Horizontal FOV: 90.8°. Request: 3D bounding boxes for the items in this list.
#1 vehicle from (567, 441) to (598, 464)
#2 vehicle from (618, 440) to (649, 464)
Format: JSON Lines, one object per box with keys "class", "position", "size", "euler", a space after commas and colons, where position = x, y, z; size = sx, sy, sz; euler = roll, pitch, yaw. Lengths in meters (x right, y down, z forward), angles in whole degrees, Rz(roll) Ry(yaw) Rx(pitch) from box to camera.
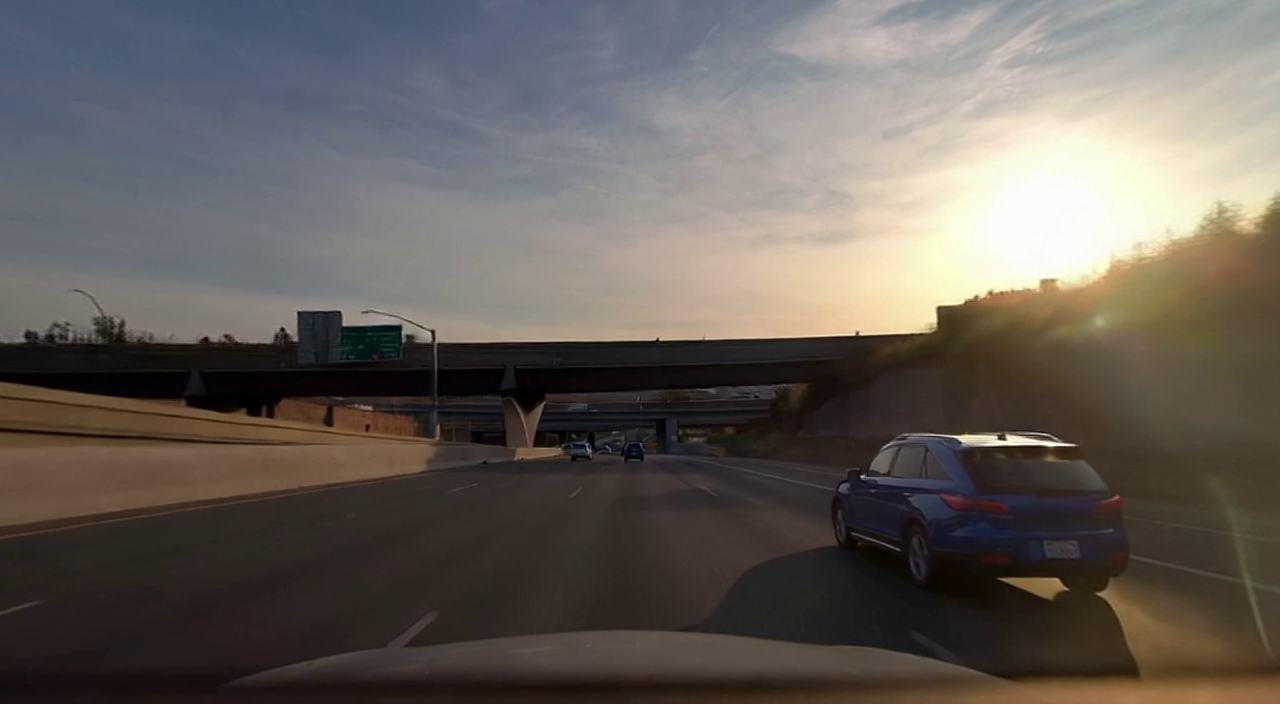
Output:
{"class": "vehicle", "position": [-4.269, 7.529, 47.525], "size": [2.000, 1.646, 4.201], "euler": [0, -8, -1]}
{"class": "vehicle", "position": [-0.479, 7.184, 45.551], "size": [2.132, 1.657, 3.967], "euler": [0, -8, -2]}
